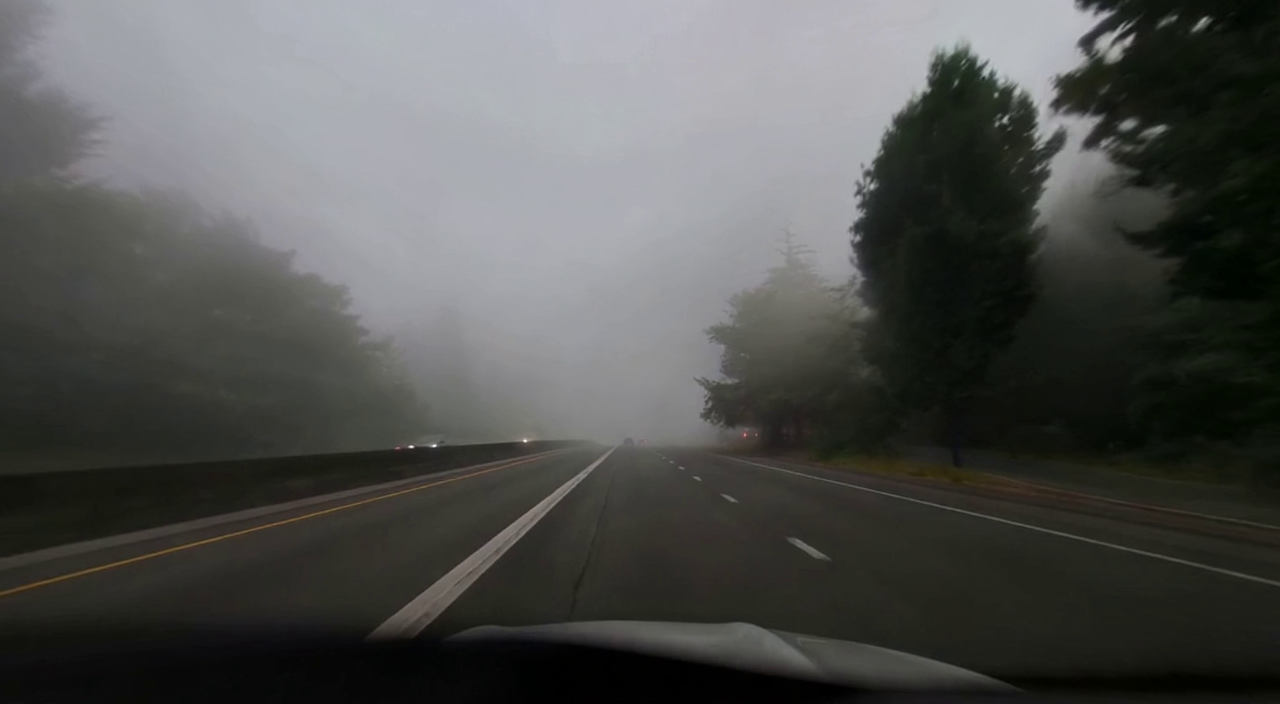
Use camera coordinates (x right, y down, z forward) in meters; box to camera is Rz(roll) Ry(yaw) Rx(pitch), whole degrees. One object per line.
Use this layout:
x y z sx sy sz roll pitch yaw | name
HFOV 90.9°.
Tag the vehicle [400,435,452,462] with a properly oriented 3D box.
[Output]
-13.235 5.989 39.285 1.864 1.538 4.008 0 -8 -1 | vehicle
